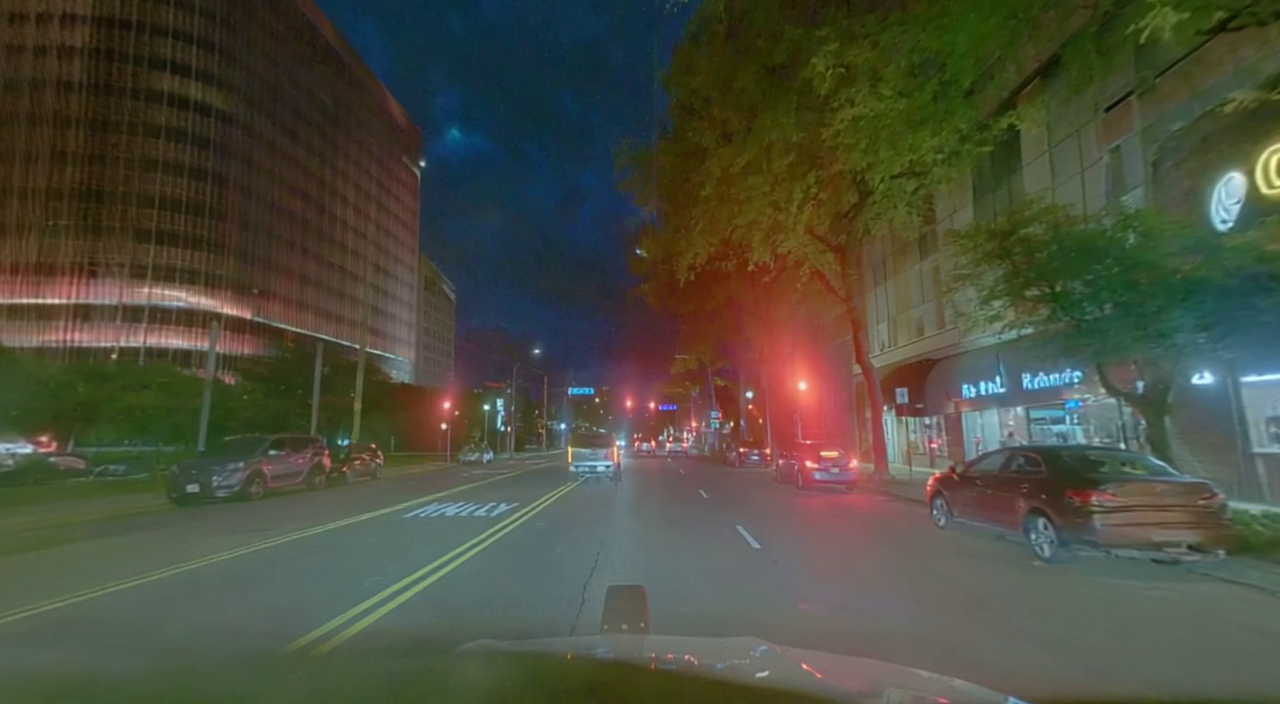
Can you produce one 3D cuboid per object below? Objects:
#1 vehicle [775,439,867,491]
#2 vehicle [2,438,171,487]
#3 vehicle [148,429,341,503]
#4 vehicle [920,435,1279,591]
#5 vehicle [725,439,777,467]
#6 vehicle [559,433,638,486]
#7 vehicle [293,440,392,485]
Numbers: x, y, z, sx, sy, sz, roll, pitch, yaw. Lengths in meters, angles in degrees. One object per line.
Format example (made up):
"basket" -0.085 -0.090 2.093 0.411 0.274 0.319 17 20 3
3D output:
"vehicle" 5.872 3.683 20.924 1.986 1.555 3.879 0 -8 2
"vehicle" -20.444 4.084 23.607 1.903 1.629 4.525 -1 -8 7
"vehicle" -12.521 3.641 20.711 2.384 2.044 6.030 0 -8 1
"vehicle" 5.847 1.943 8.581 1.961 1.533 4.473 0 -8 0
"vehicle" 6.073 5.560 34.973 1.956 1.446 4.537 0 -8 -1
"vehicle" -1.351 3.275 19.602 2.169 1.427 4.531 1 -8 -6
"vehicle" -12.452 4.638 26.745 2.000 1.708 4.494 0 -8 0
